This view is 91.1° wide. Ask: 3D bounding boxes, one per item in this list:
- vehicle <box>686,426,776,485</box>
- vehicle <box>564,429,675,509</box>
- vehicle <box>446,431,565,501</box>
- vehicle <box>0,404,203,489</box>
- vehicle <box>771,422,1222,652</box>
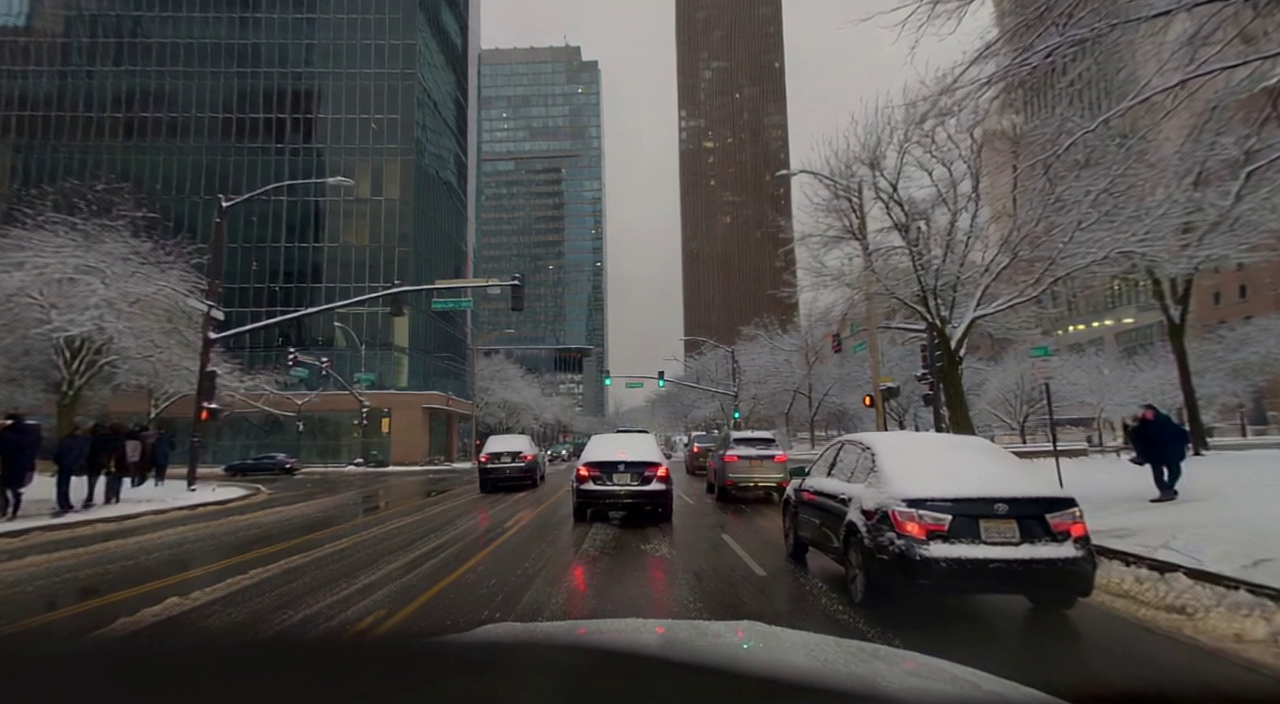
[{"bbox_3d":[2.865,3.409,20.876,2.234,1.723,4.486,0,-8,-1],"label":"vehicle"},{"bbox_3d":[-0.419,2.497,13.845,2.072,1.476,4.078,0,-8,-1],"label":"vehicle"},{"bbox_3d":[-3.241,2.841,16.082,2.068,1.513,4.221,0,-8,1],"label":"vehicle"},{"bbox_3d":[-25.693,4.305,28.602,8.989,3.623,2.884,1,-8,-3],"label":"vehicle"},{"bbox_3d":[2.752,1.505,6.208,1.952,1.464,4.165,0,-8,-1],"label":"vehicle"}]
